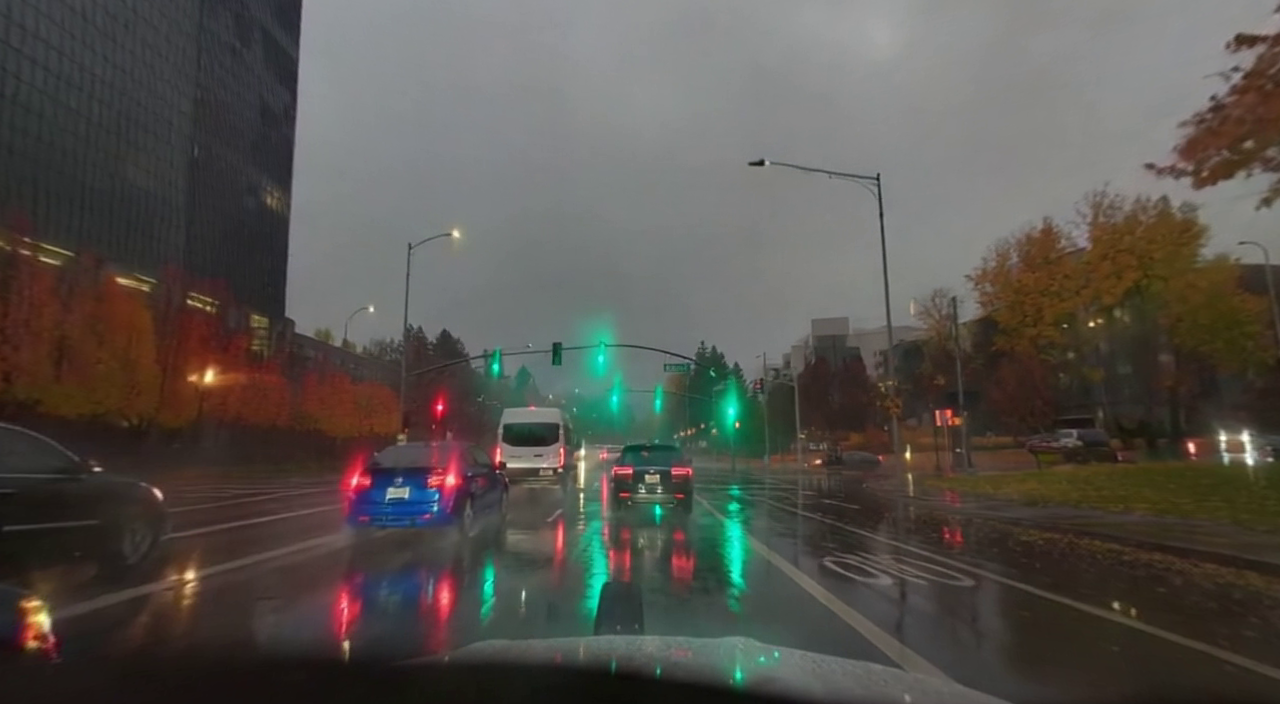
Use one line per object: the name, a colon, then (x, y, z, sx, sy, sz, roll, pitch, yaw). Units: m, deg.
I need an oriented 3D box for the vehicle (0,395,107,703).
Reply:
vehicle: (-2.906, 0.641, 0.303, 1.893, 1.491, 3.798, 0, -9, 1)

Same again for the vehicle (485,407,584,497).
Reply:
vehicle: (-3.363, 3.385, 21.356, 2.343, 2.635, 5.684, 0, -9, 0)

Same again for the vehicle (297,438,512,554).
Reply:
vehicle: (-3.558, 2.237, 10.454, 1.955, 1.499, 4.223, 0, -9, 0)

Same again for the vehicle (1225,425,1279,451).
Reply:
vehicle: (37.459, 5.213, 37.844, 1.754, 1.501, 3.833, -4, -10, 23)

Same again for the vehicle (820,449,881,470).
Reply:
vehicle: (16.174, 8.255, 48.249, 3.988, 1.518, 1.824, 0, -9, -2)

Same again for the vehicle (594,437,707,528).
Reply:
vehicle: (0.204, 2.594, 12.927, 1.979, 1.562, 3.630, -1, -9, 1)

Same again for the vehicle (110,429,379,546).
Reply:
vehicle: (-6.809, 2.358, 11.549, 2.022, 1.706, 4.336, -1, -9, 1)
